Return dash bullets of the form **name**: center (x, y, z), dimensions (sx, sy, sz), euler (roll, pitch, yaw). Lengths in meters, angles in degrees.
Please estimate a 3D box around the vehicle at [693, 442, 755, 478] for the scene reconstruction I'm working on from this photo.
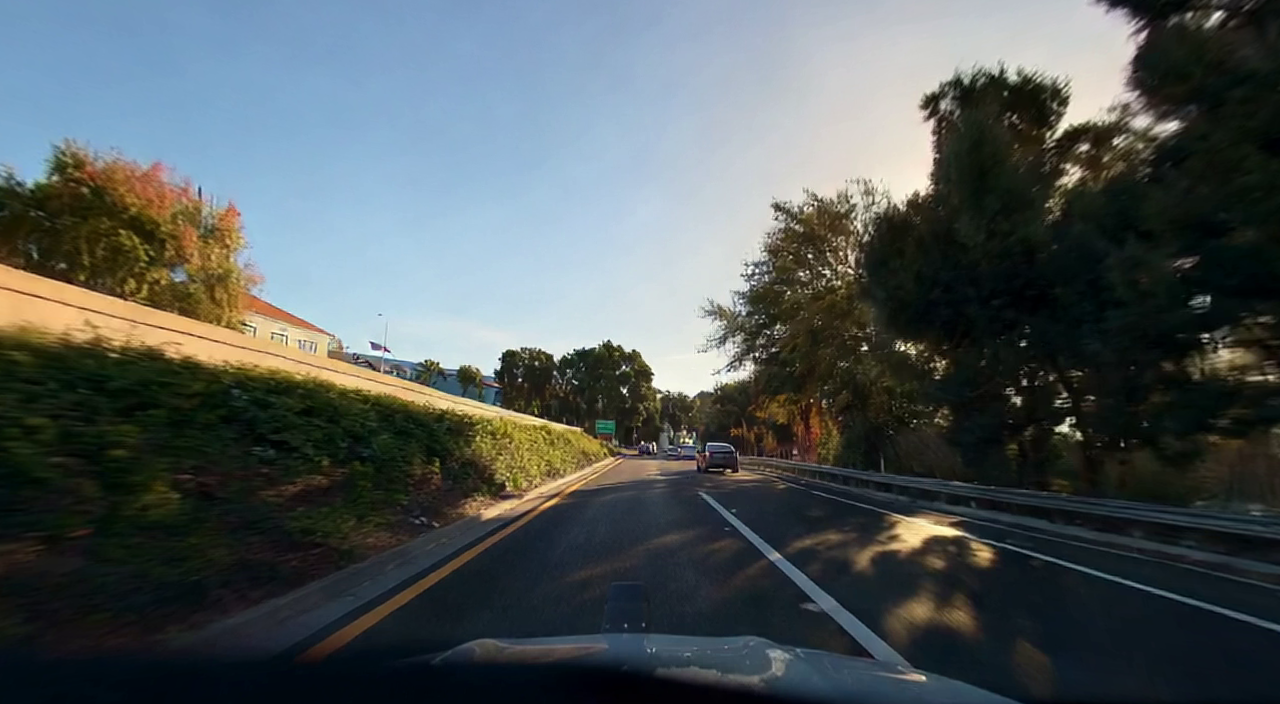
- **vehicle**: center (3.701, 4.846, 28.662), dimensions (1.956, 1.473, 4.640), euler (0, -8, -3)
